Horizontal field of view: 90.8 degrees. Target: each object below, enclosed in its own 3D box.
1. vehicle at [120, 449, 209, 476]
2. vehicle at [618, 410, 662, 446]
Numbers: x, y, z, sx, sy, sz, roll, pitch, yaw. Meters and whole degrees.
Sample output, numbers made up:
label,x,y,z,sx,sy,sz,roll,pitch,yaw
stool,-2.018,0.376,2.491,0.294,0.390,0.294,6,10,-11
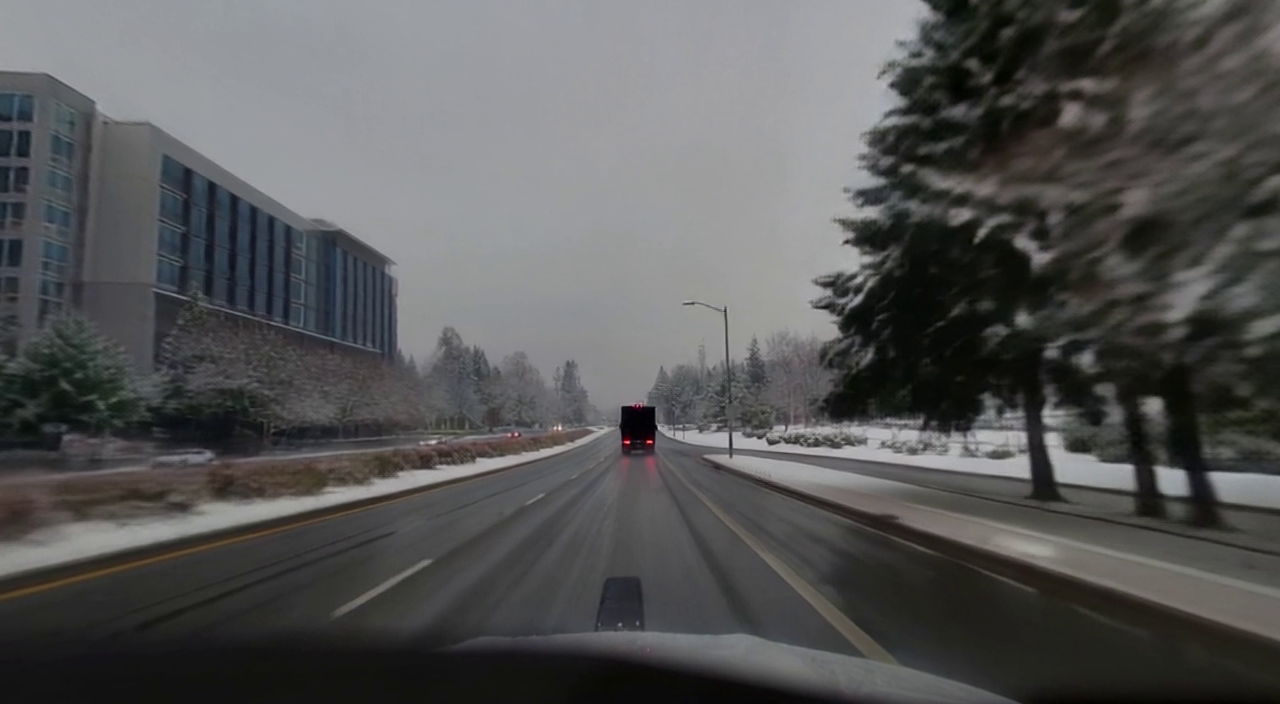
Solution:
label,x,y,z,sx,sy,sz,roll,pitch,yaw
vehicle,-33.132,7.668,44.239,2.086,1.735,4.876,-1,-9,6
vehicle,-0.091,4.218,34.510,2.178,1.829,4.932,0,-9,-2
